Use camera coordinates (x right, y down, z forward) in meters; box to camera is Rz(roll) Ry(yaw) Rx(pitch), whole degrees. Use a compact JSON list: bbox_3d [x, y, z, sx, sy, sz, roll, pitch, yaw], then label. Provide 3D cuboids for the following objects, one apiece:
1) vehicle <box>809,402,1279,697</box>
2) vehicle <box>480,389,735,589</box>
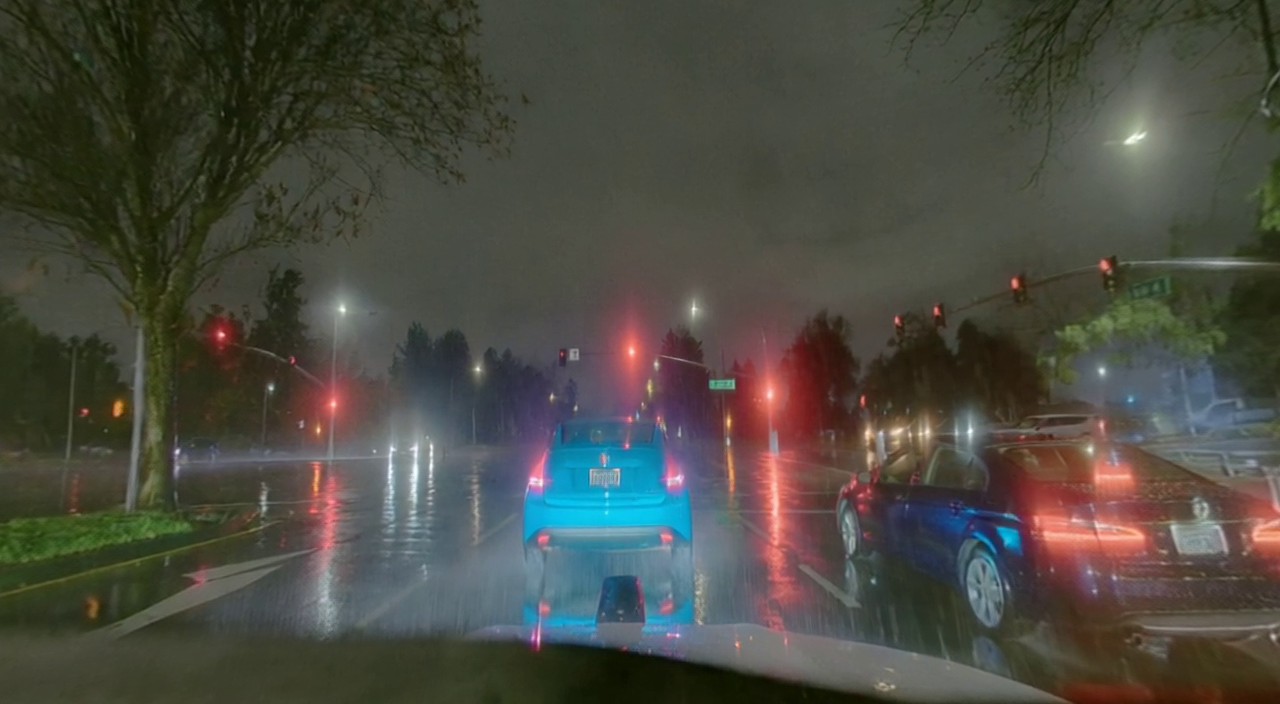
[{"bbox_3d":[3.165,1.402,5.763,1.932,1.562,4.629,0,-9,-1],"label":"vehicle"},{"bbox_3d":[-0.344,1.526,7.790,2.247,1.760,4.231,0,-9,-2],"label":"vehicle"}]
